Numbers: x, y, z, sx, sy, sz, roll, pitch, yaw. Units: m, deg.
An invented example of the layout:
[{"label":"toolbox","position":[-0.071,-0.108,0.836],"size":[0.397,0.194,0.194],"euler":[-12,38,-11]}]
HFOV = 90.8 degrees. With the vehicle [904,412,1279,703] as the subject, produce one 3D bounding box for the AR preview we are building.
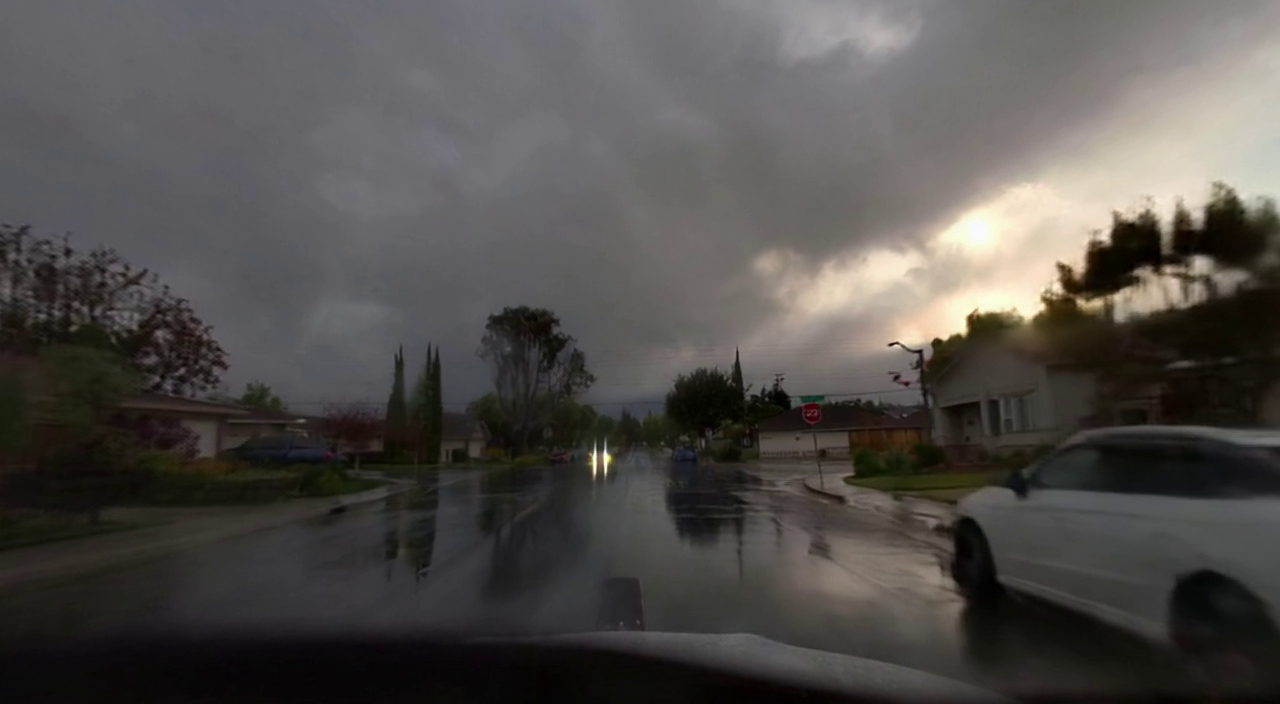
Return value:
[{"label":"vehicle","position":[3.758,1.318,4.643],"size":[1.975,1.528,4.000],"euler":[0,-9,2]}]
